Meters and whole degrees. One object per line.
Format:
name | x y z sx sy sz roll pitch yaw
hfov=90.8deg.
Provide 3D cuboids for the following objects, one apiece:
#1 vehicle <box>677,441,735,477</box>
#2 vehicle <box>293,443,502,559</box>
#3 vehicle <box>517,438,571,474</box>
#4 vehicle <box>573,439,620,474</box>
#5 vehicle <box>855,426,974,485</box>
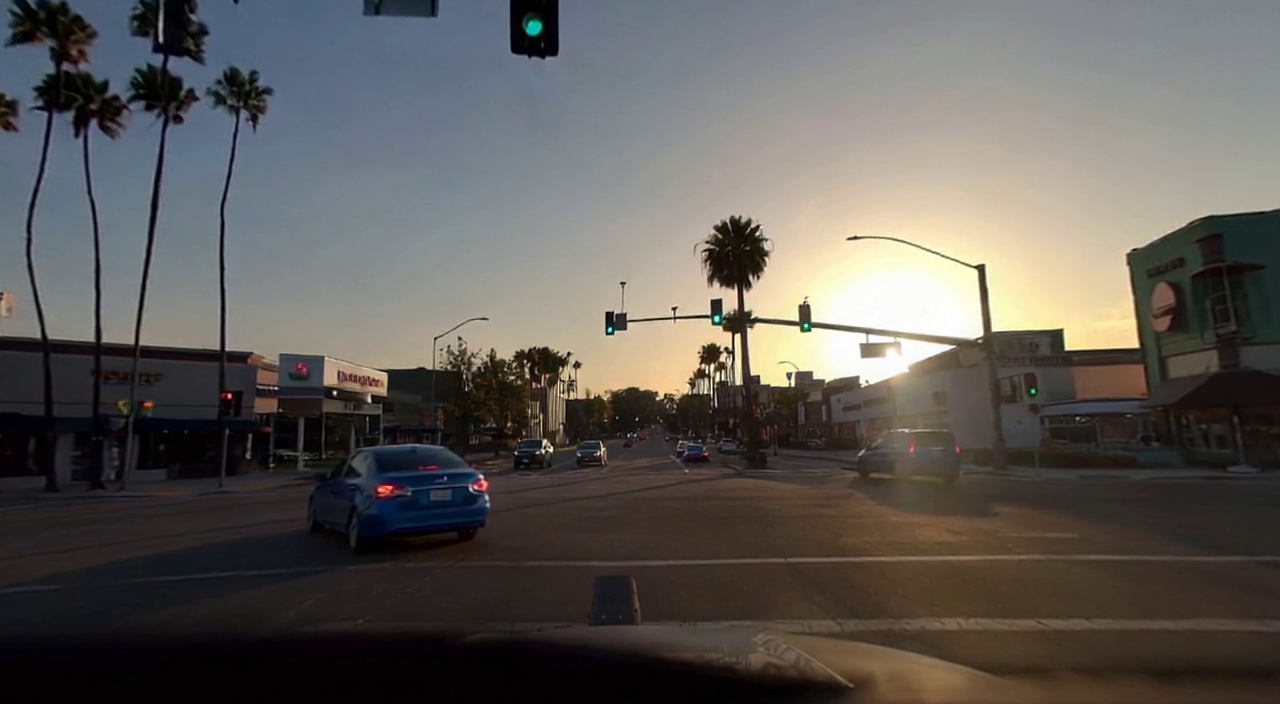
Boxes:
vehicle | 2.842 4.724 28.077 1.977 1.449 4.254 0 -8 -2
vehicle | -4.173 2.255 10.461 2.089 1.471 4.206 6 -10 -36
vehicle | -4.983 5.441 33.305 2.187 1.740 4.022 0 -8 0
vehicle | -2.202 5.478 33.326 2.041 1.473 4.221 -1 -5 2
vehicle | 9.604 3.676 22.621 2.059 1.859 4.690 0 -8 -1
